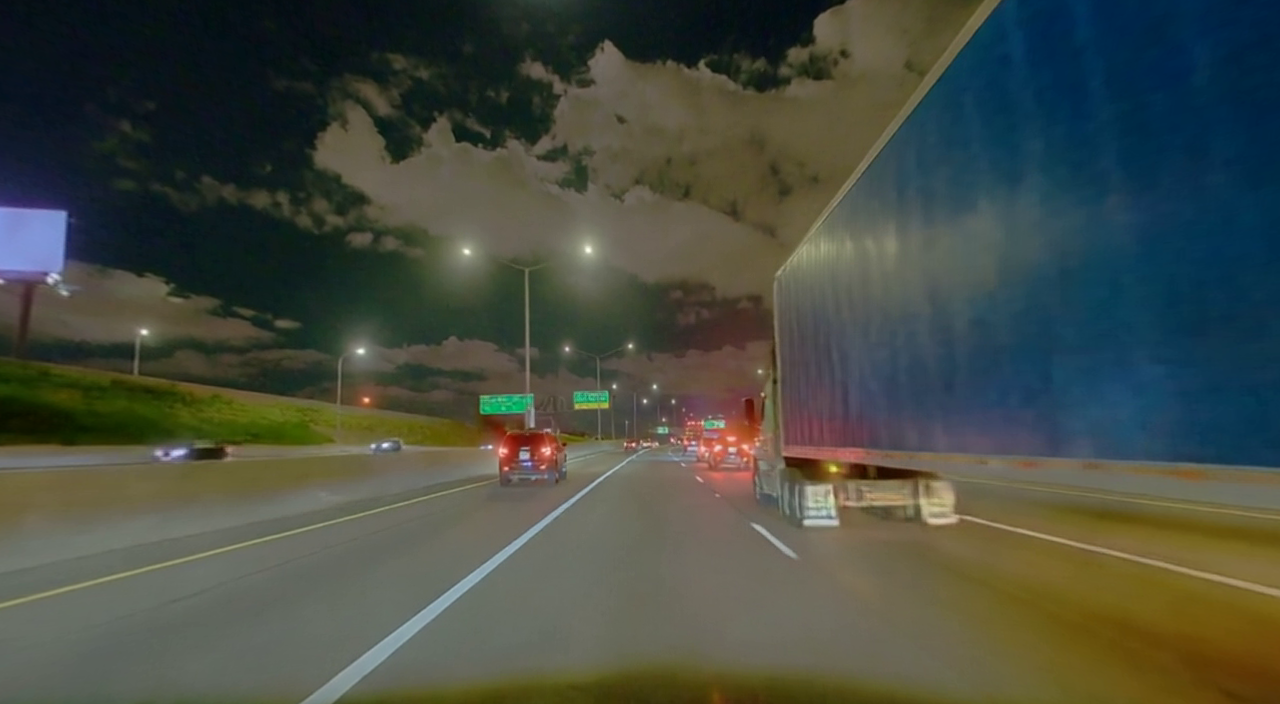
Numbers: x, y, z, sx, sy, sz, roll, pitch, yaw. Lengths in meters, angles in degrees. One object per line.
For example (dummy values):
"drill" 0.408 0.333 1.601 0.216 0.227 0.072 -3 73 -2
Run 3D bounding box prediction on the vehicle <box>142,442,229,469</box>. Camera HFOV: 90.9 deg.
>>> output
"vehicle" -27.632 6.301 38.515 1.800 1.510 4.360 -2 -8 5

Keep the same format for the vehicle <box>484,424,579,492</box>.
"vehicle" -3.050 3.108 18.759 2.006 1.741 4.277 -1 -8 1

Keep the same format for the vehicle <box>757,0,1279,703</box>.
"vehicle" 3.764 -0.045 4.515 2.903 4.190 15.630 -1 -8 0
